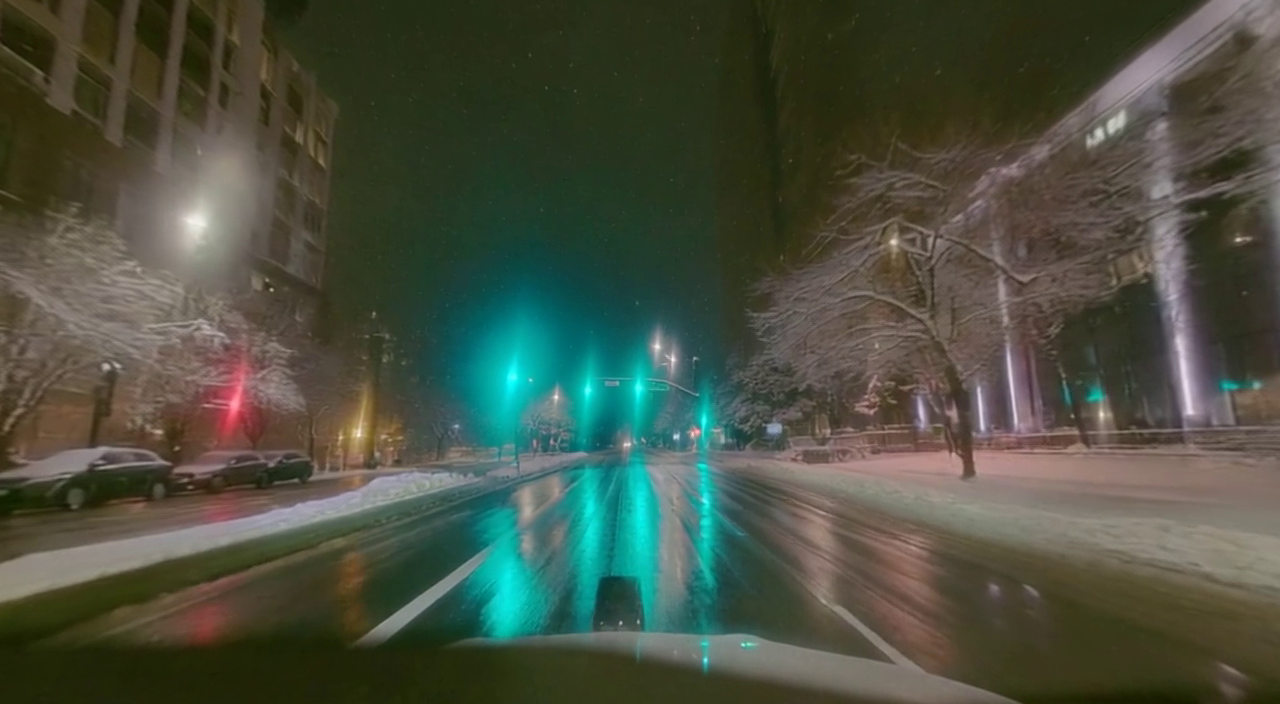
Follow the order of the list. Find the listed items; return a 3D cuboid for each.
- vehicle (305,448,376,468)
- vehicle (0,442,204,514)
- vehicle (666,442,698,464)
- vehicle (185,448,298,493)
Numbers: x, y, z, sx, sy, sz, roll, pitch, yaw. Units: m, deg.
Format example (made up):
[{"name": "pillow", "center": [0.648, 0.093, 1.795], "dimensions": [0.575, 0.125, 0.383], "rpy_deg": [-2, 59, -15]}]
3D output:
[{"name": "vehicle", "center": [-22.743, 8.059, 48.051], "dimensions": [4.420, 1.466, 2.016], "rpy_deg": [-1, -8, 8]}, {"name": "vehicle", "center": [-15.384, 3.494, 18.180], "dimensions": [1.978, 1.760, 5.097], "rpy_deg": [0, -8, 1]}, {"name": "vehicle", "center": [2.988, 7.283, 45.519], "dimensions": [1.945, 1.490, 3.817], "rpy_deg": [0, -8, -1]}, {"name": "vehicle", "center": [-15.600, 4.602, 25.027], "dimensions": [1.831, 1.599, 4.080], "rpy_deg": [0, -8, 0]}]
